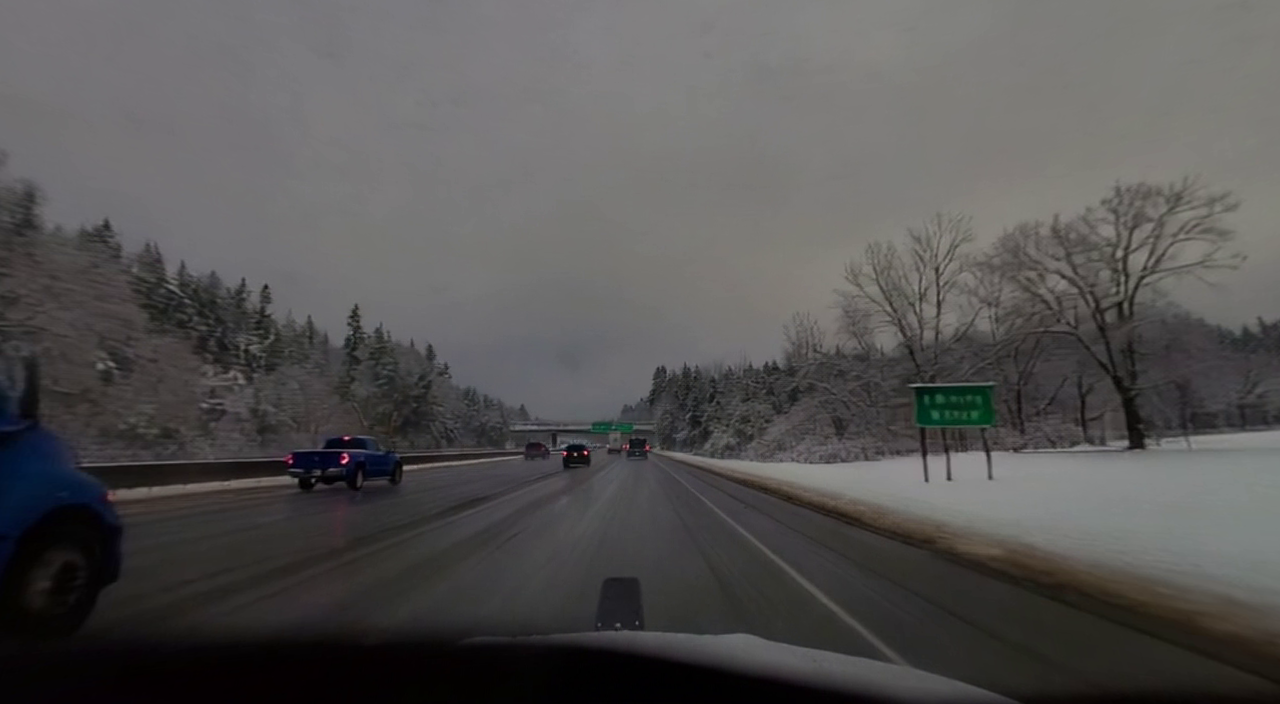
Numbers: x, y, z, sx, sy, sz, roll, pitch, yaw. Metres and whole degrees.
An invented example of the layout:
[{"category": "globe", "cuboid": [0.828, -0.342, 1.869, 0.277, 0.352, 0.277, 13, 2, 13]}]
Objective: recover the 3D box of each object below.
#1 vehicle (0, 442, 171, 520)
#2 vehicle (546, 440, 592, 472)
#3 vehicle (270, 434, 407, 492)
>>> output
[{"category": "vehicle", "cuboid": [-13.789, 2.954, 14.969, 1.899, 1.565, 4.358, 0, -9, 0]}, {"category": "vehicle", "cuboid": [-4.003, 5.945, 36.078, 2.094, 1.695, 4.260, 0, -9, 1]}, {"category": "vehicle", "cuboid": [-10.264, 3.825, 22.072, 2.146, 1.764, 5.510, 0, -9, -1]}]
